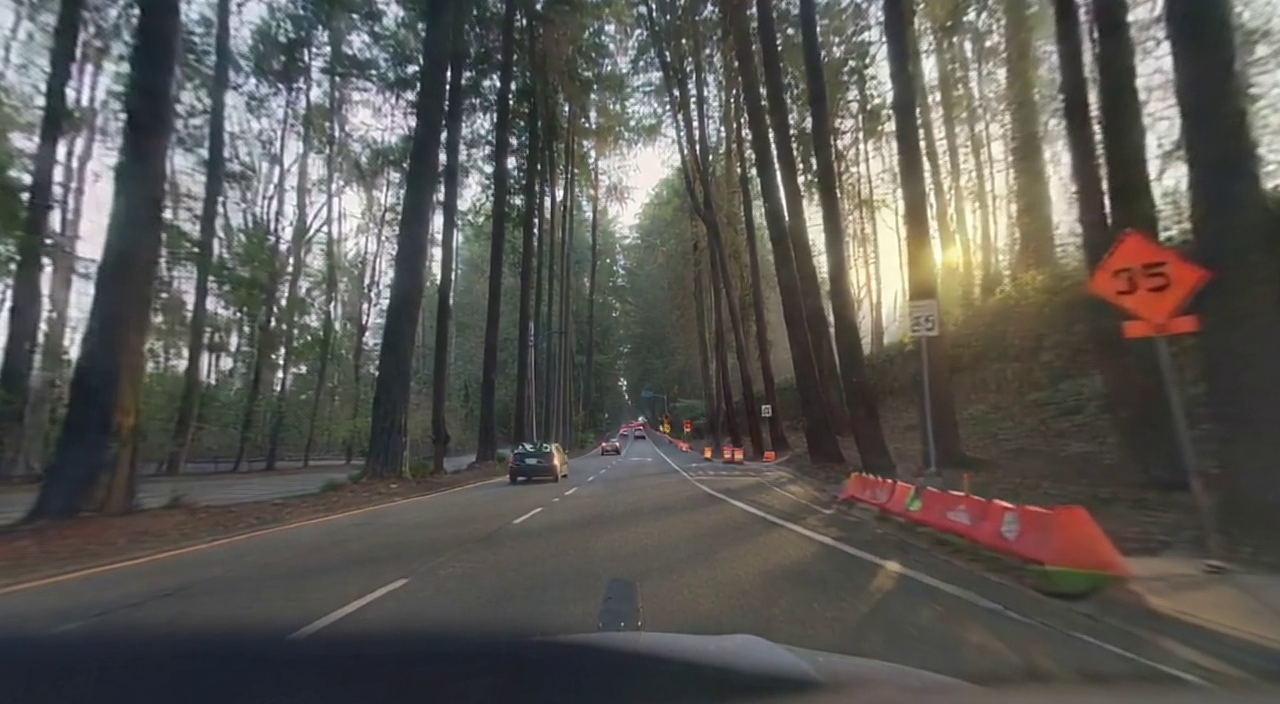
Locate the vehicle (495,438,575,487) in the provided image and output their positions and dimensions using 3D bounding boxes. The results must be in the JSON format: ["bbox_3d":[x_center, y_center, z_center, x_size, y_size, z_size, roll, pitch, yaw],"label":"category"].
[{"bbox_3d":[-3.527,3.762,21.796,2.029,1.511,3.922,-1,-8,1],"label":"vehicle"}]
